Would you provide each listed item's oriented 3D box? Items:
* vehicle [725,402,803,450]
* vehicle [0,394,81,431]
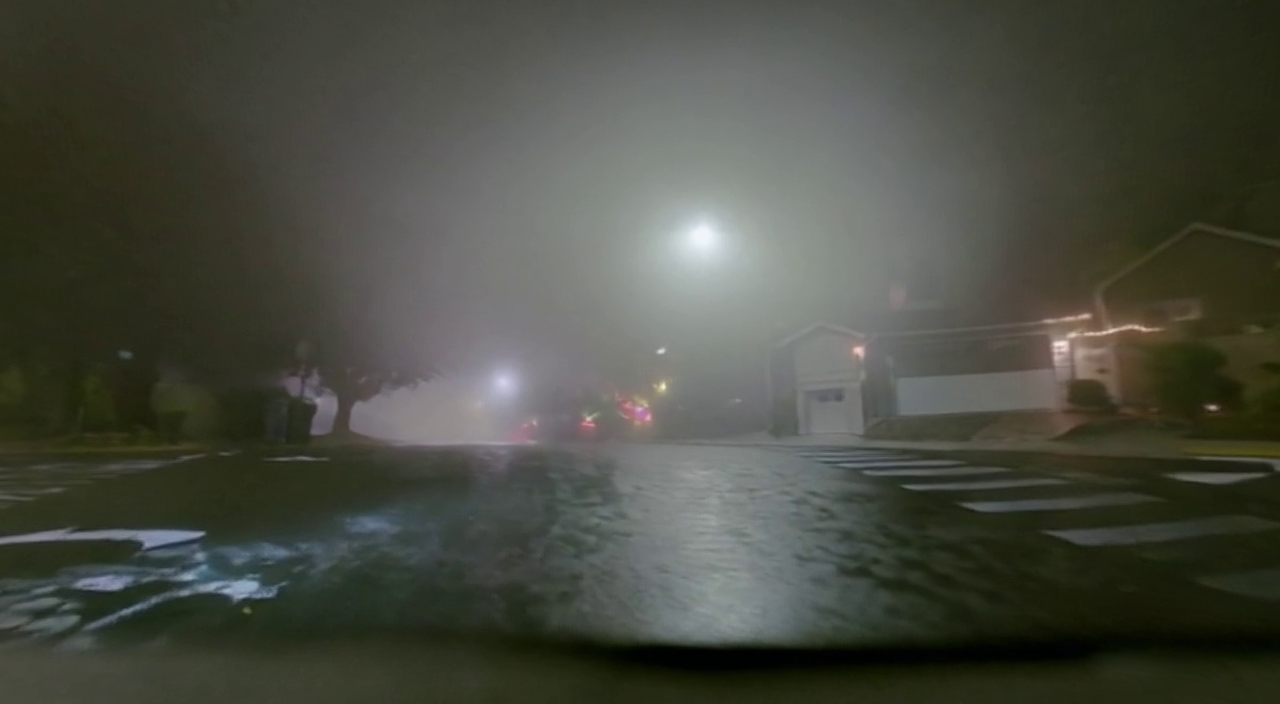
[{"bbox_3d":[4.119,2.623,21.720,1.860,1.477,4.629,0,-8,1],"label":"vehicle"},{"bbox_3d":[-30.570,3.042,30.997,2.019,1.697,4.310,0,-7,3],"label":"vehicle"}]
